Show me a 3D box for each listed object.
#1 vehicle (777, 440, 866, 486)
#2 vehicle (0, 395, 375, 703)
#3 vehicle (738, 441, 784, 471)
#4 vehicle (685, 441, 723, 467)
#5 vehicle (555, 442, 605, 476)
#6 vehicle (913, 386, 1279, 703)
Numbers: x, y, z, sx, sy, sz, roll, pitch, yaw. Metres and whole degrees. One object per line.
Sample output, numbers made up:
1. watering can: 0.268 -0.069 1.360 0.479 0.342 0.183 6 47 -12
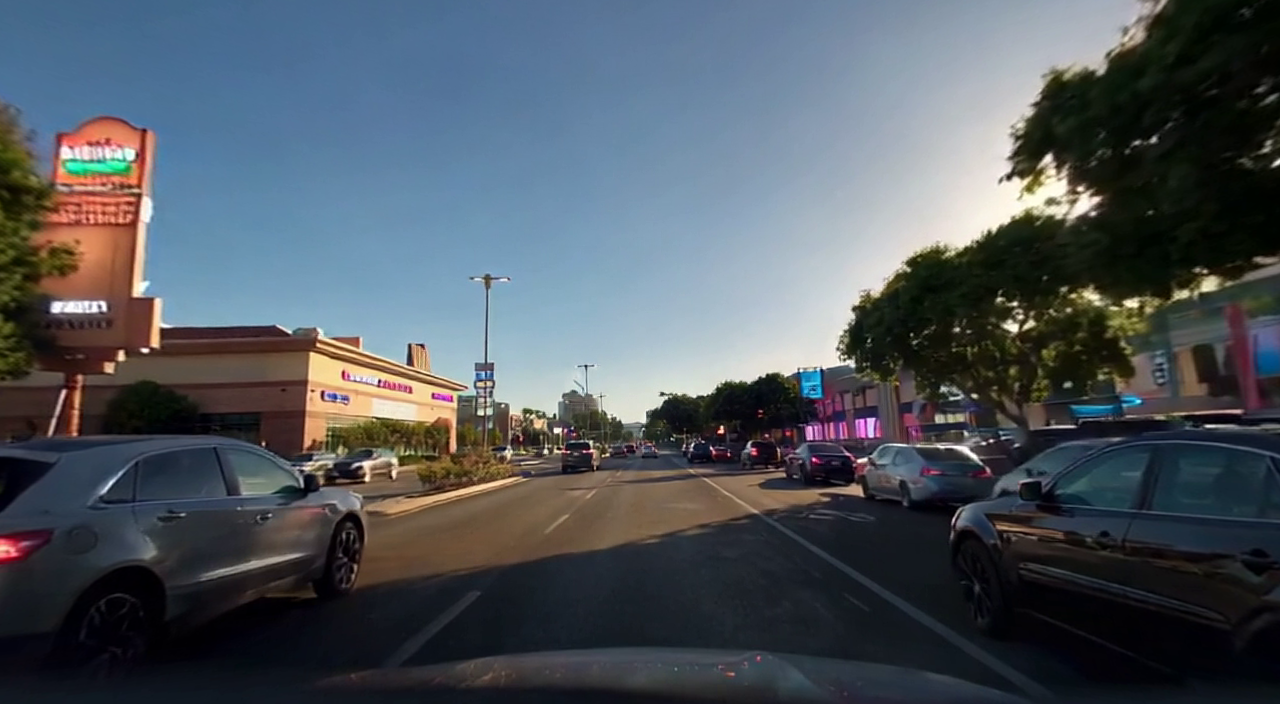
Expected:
1. vehicle: 7.145 4.394 25.304 2.077 1.666 4.342 0 -9 -3
2. vehicle: -3.638 1.081 3.469 2.155 1.504 4.776 -1 -9 2
3. vehicle: 7.753 6.693 40.779 2.003 1.789 4.718 0 -9 -1
4. vehicle: 4.273 6.892 42.697 2.007 1.683 4.171 0 -9 -2
5. vehicle: -2.832 5.150 30.574 1.917 1.511 4.436 -1 -9 1
6. vehicle: 3.280 0.981 2.958 1.981 1.499 4.536 0 -9 0
